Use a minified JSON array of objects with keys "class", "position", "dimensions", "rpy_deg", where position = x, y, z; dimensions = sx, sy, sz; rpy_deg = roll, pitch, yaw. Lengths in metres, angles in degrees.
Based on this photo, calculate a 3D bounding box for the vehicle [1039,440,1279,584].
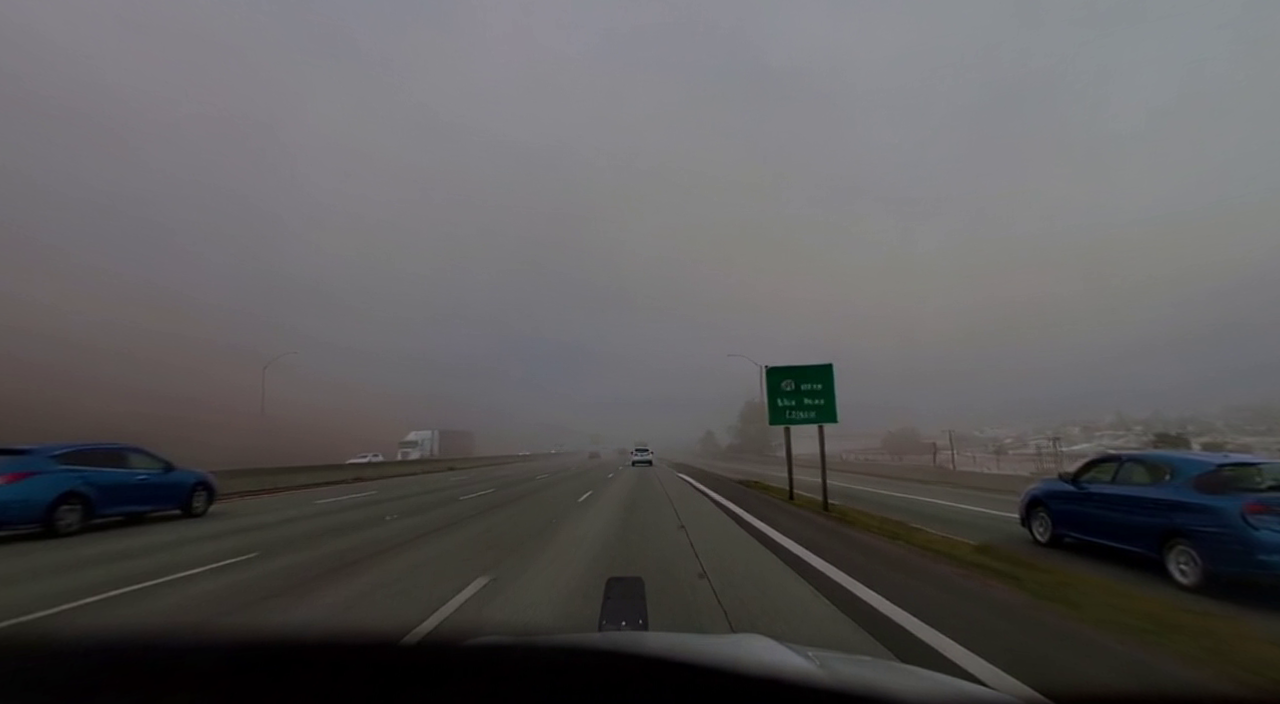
[{"class":"vehicle","position":[9.935,2.437,10.333],"dimensions":[2.599,1.962,5.759],"rpy_deg":[1,-8,-6]}]

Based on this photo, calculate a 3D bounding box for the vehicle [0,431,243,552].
[{"class":"vehicle","position":[-9.889,2.381,11.584],"dimensions":[2.121,1.743,4.673],"rpy_deg":[0,-8,0]}]

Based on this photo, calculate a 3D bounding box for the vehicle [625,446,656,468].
[{"class":"vehicle","position":[0.015,7.226,43.528],"dimensions":[2.051,1.443,3.770],"rpy_deg":[0,-8,0]}]
